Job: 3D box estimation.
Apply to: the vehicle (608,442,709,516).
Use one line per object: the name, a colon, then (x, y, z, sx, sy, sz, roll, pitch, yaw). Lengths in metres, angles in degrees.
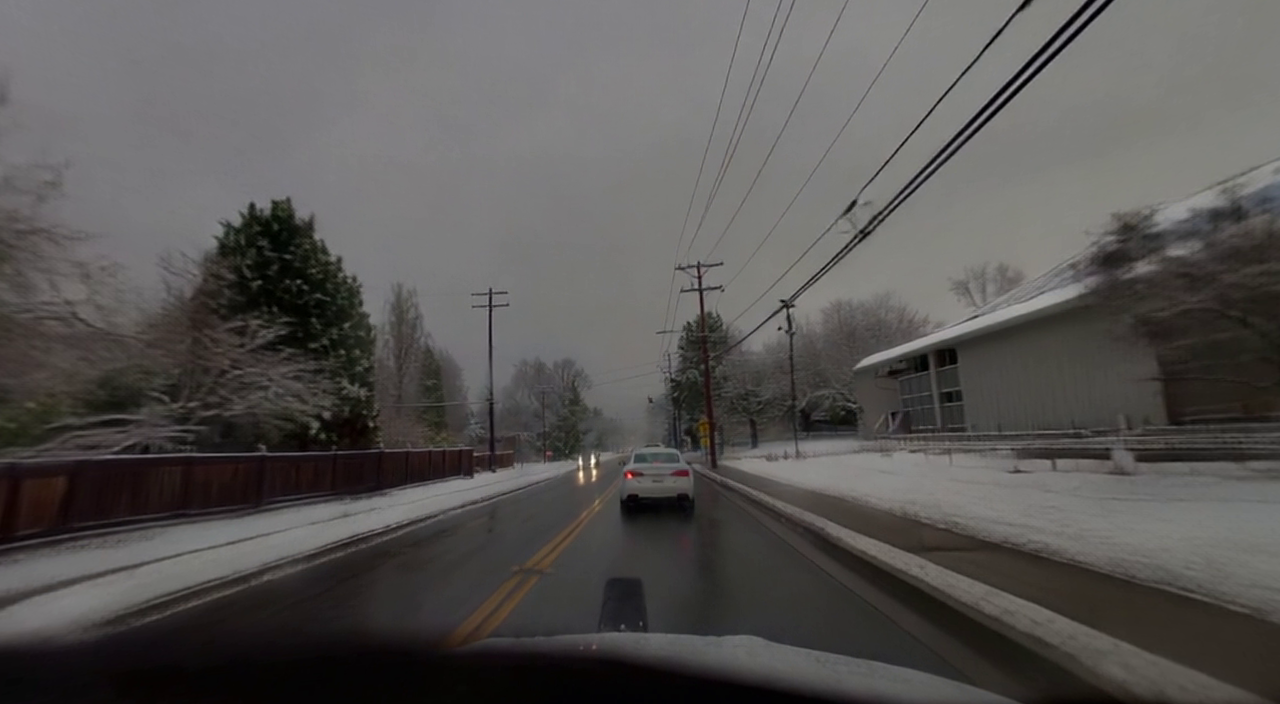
vehicle: (0.379, 2.886, 14.921, 2.060, 1.487, 3.920, 0, -8, 0)
